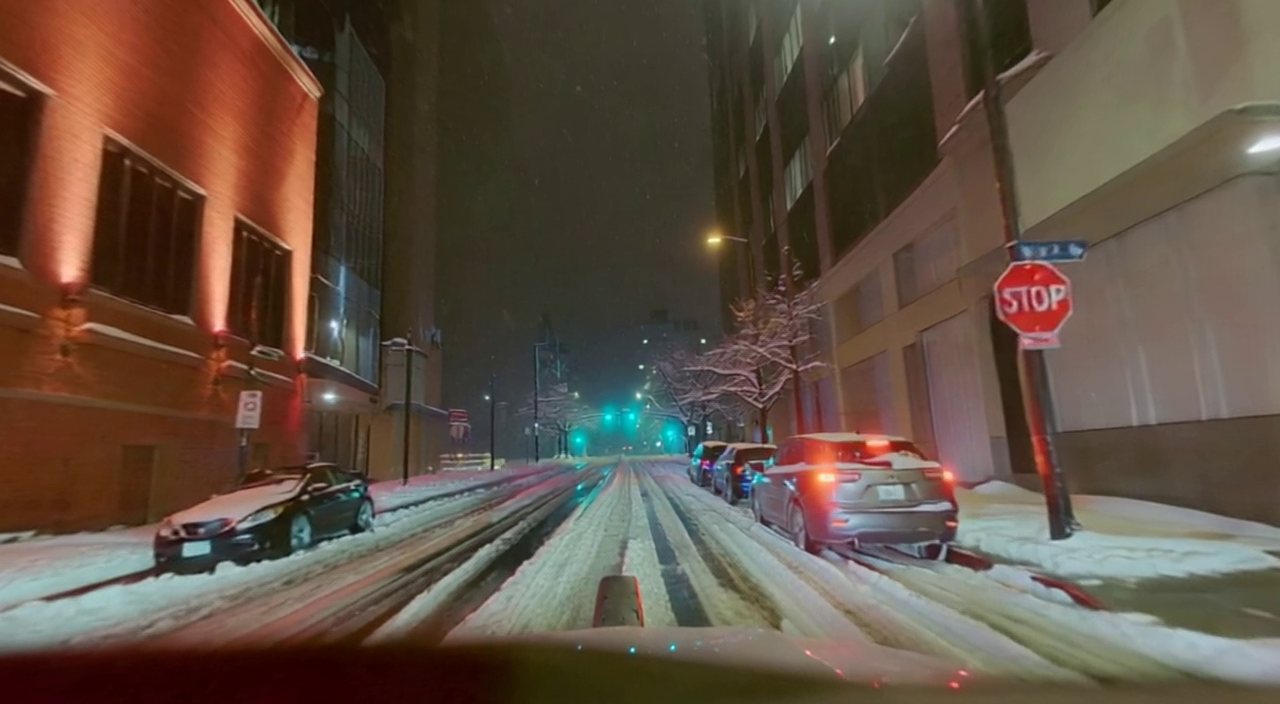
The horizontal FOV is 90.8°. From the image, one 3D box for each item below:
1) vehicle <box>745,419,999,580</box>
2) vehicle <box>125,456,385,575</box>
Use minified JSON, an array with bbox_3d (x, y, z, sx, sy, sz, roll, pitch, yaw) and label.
[{"bbox_3d":[2.832,1.909,9.003,1.917,1.680,4.500,0,-9,0],"label":"vehicle"},{"bbox_3d":[-5.764,2.434,10.165,1.864,1.447,3.887,0,-9,-3],"label":"vehicle"}]
